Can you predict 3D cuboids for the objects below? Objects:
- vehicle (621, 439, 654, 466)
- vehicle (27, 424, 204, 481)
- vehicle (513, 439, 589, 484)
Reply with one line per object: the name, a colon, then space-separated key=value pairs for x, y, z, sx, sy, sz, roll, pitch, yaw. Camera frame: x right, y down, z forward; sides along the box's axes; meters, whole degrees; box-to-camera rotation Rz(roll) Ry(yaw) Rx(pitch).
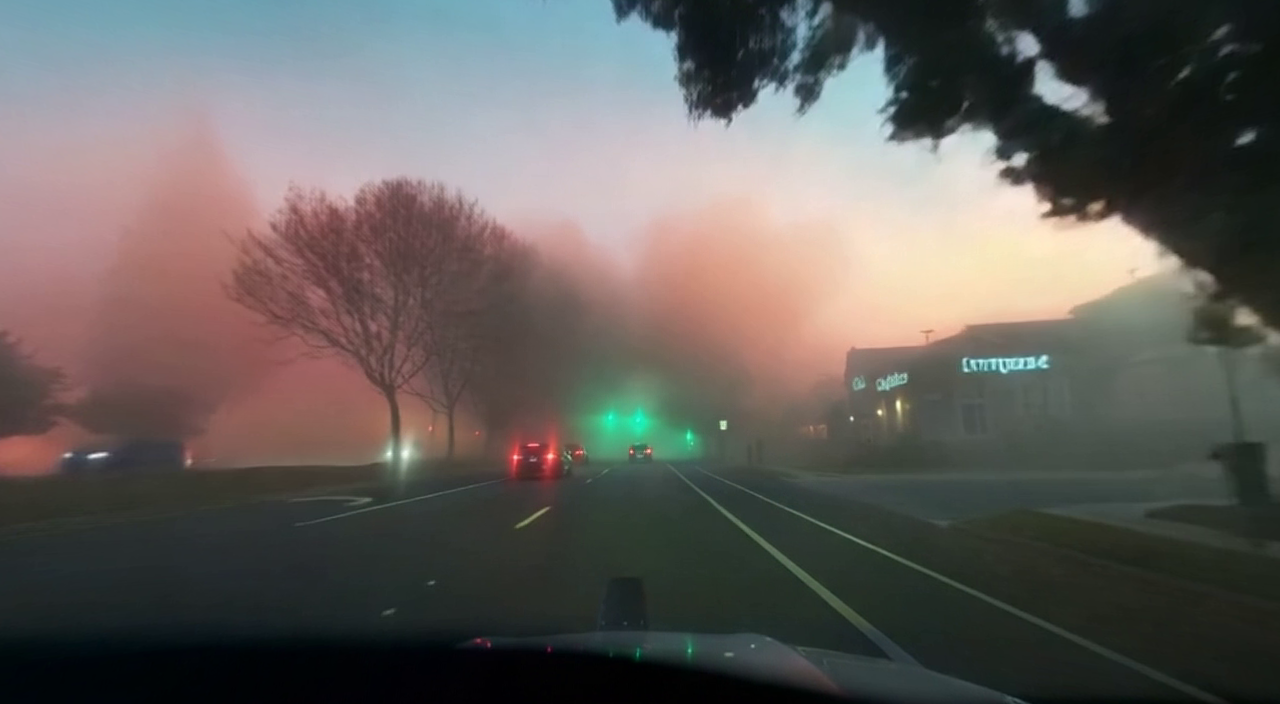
vehicle: x=-0.148 y=6.851 z=43.248 sx=2.153 sy=1.764 sz=4.047 roll=0 pitch=-8 yaw=0
vehicle: x=-17.267 y=3.346 z=21.148 sx=2.032 sy=1.689 sz=4.624 roll=0 pitch=-8 yaw=-1
vehicle: x=-3.074 y=3.885 z=22.726 sx=2.015 sy=1.470 sz=4.458 roll=0 pitch=-8 yaw=1
